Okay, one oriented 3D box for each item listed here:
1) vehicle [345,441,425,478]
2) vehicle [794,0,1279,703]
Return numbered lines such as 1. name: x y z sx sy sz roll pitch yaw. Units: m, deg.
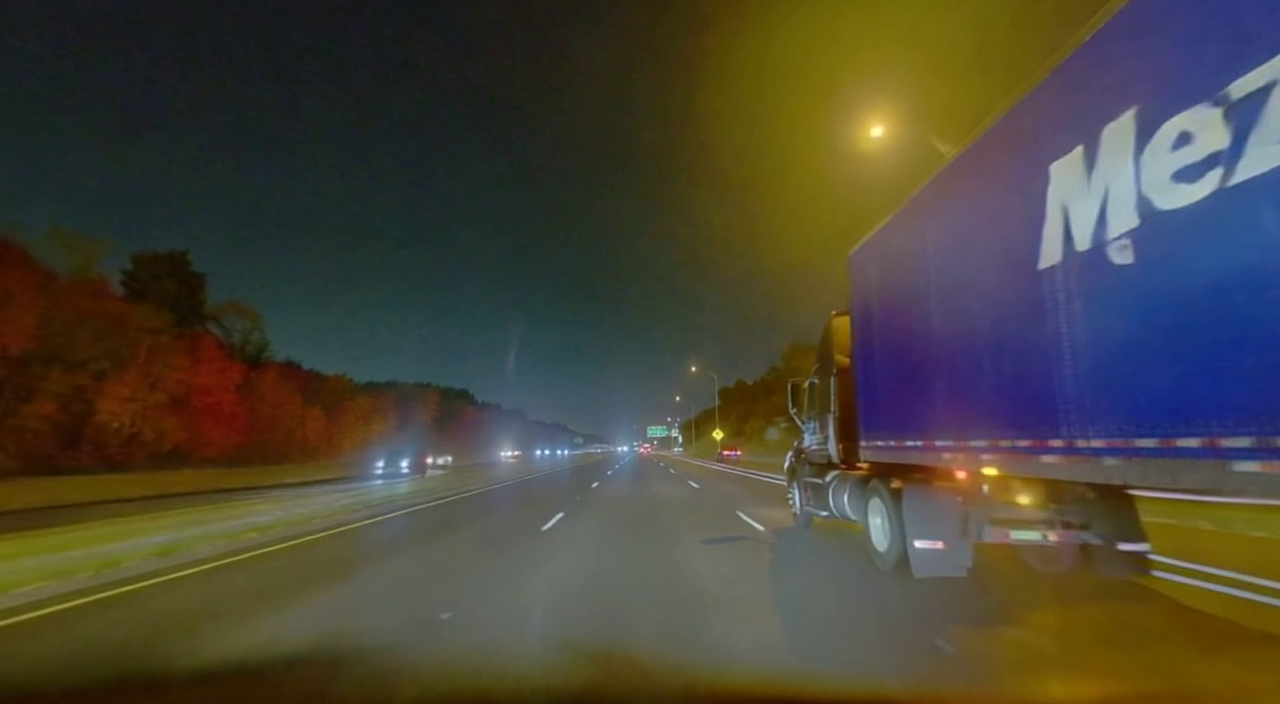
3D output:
1. vehicle: -11.984 5.084 29.816 1.931 1.603 4.362 0 -9 0
2. vehicle: 4.146 -0.352 1.844 3.003 3.880 16.814 0 -9 -1
